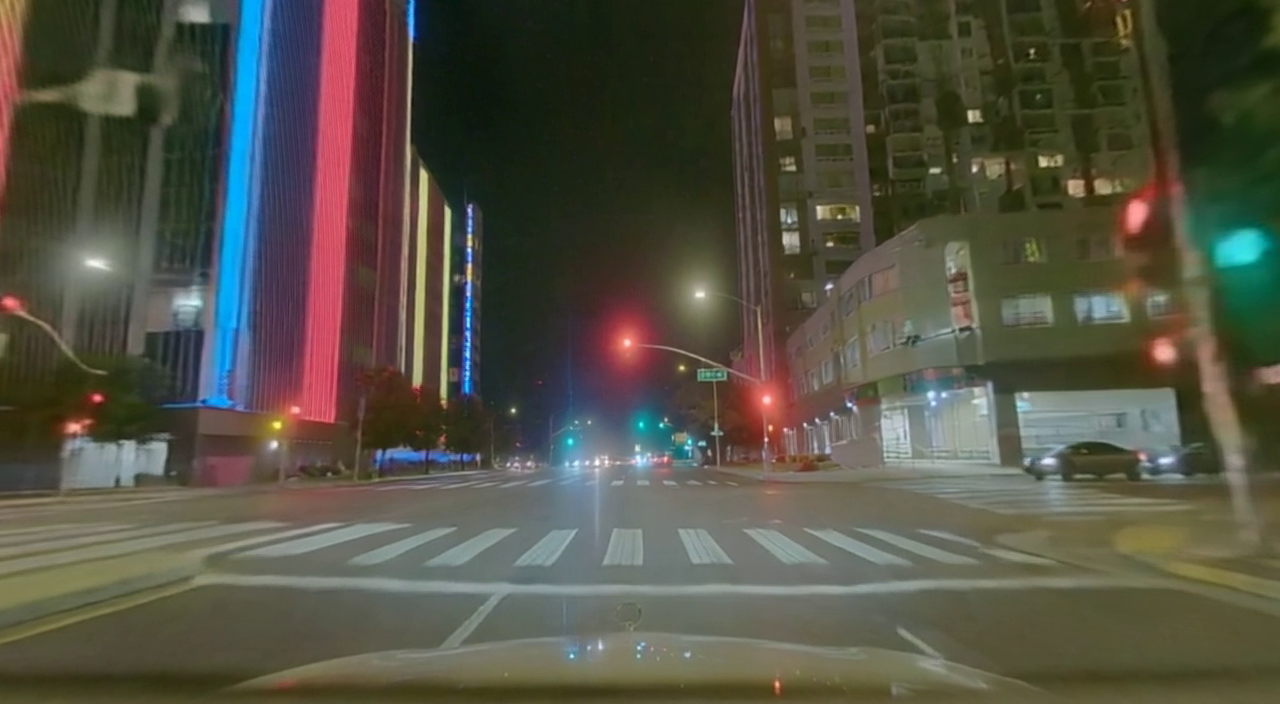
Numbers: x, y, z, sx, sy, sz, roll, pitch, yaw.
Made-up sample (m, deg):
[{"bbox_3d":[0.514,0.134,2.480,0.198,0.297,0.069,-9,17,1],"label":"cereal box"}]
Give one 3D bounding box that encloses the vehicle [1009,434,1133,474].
[{"bbox_3d":[18.555,4.404,27.266,4.009,1.620,1.882,0,-9,-4],"label":"vehicle"}]
